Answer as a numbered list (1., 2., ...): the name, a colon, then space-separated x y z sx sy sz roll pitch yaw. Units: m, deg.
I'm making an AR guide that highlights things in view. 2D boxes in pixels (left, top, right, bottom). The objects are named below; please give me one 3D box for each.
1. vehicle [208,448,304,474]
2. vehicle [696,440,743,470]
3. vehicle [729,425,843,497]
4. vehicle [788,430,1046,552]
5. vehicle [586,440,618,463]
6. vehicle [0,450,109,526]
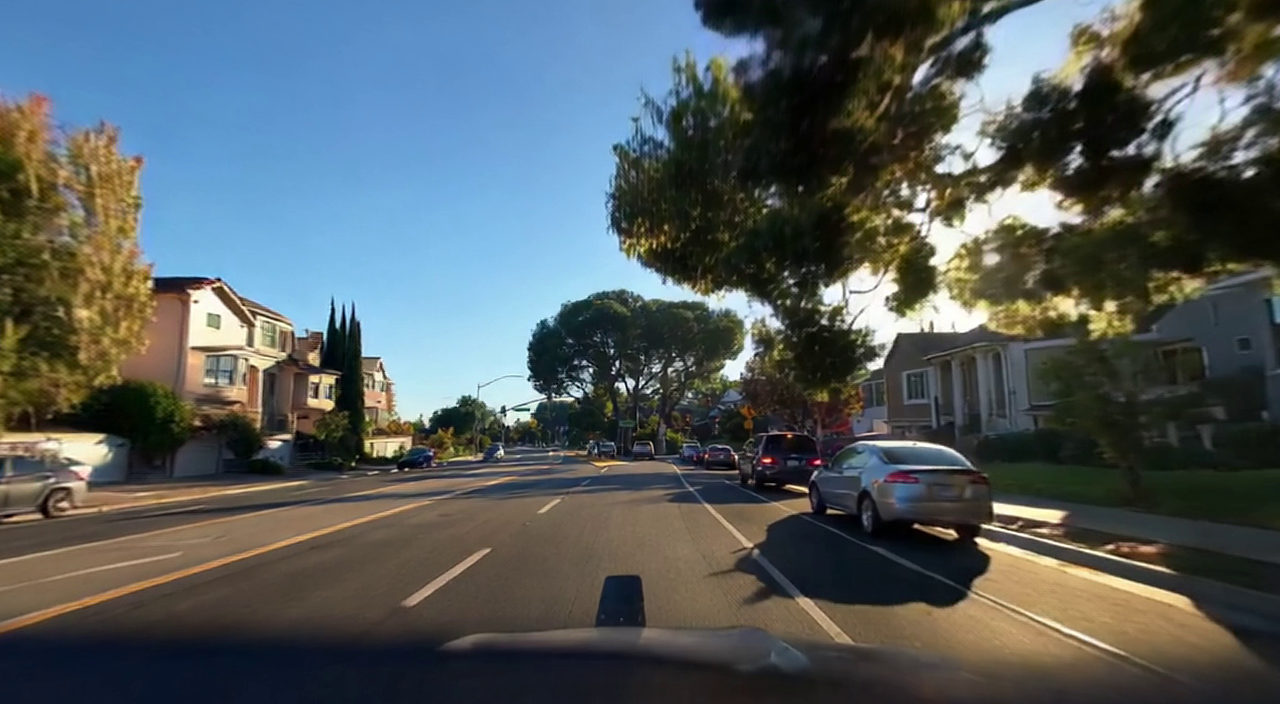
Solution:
1. vehicle: -22.333 6.343 36.839 4.397 1.423 1.789 0 -9 2
2. vehicle: 4.214 5.516 34.121 1.964 1.485 4.454 0 -9 1
3. vehicle: 3.977 3.073 18.071 2.069 1.780 4.480 0 -9 -2
4. vehicle: 3.921 2.034 10.015 1.956 1.468 4.524 0 -9 -1
5. vehicle: -2.573 6.911 43.905 1.986 1.508 4.261 0 -9 0
6. vehicle: -14.138 2.824 13.151 1.923 1.535 4.862 0 -9 0
